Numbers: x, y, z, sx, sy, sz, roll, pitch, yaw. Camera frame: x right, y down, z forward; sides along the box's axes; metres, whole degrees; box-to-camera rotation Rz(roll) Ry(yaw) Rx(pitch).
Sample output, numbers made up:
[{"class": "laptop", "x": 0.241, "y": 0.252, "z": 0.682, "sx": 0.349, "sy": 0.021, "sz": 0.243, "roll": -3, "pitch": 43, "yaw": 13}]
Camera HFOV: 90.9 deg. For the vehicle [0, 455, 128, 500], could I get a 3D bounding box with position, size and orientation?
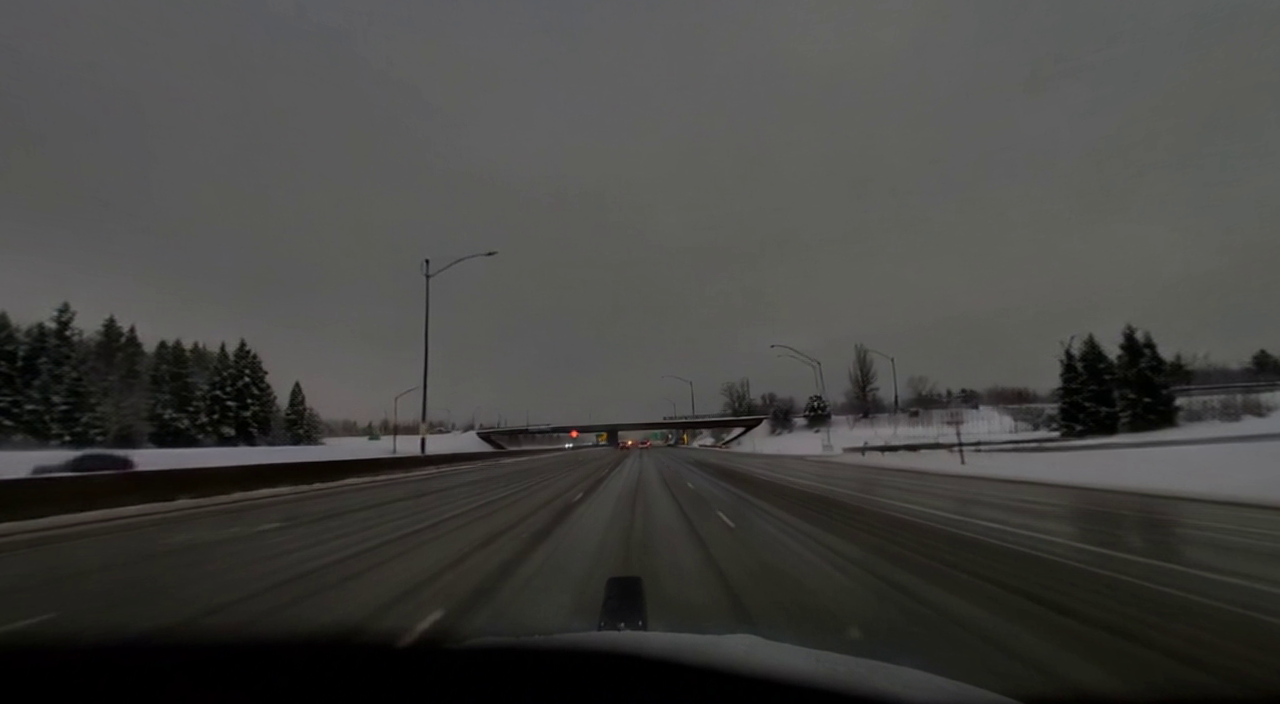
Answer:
[{"class": "vehicle", "x": -21.935, "y": 4.601, "z": 23.445, "sx": 1.876, "sy": 1.404, "sz": 4.678, "roll": -1, "pitch": -8, "yaw": 0}]
